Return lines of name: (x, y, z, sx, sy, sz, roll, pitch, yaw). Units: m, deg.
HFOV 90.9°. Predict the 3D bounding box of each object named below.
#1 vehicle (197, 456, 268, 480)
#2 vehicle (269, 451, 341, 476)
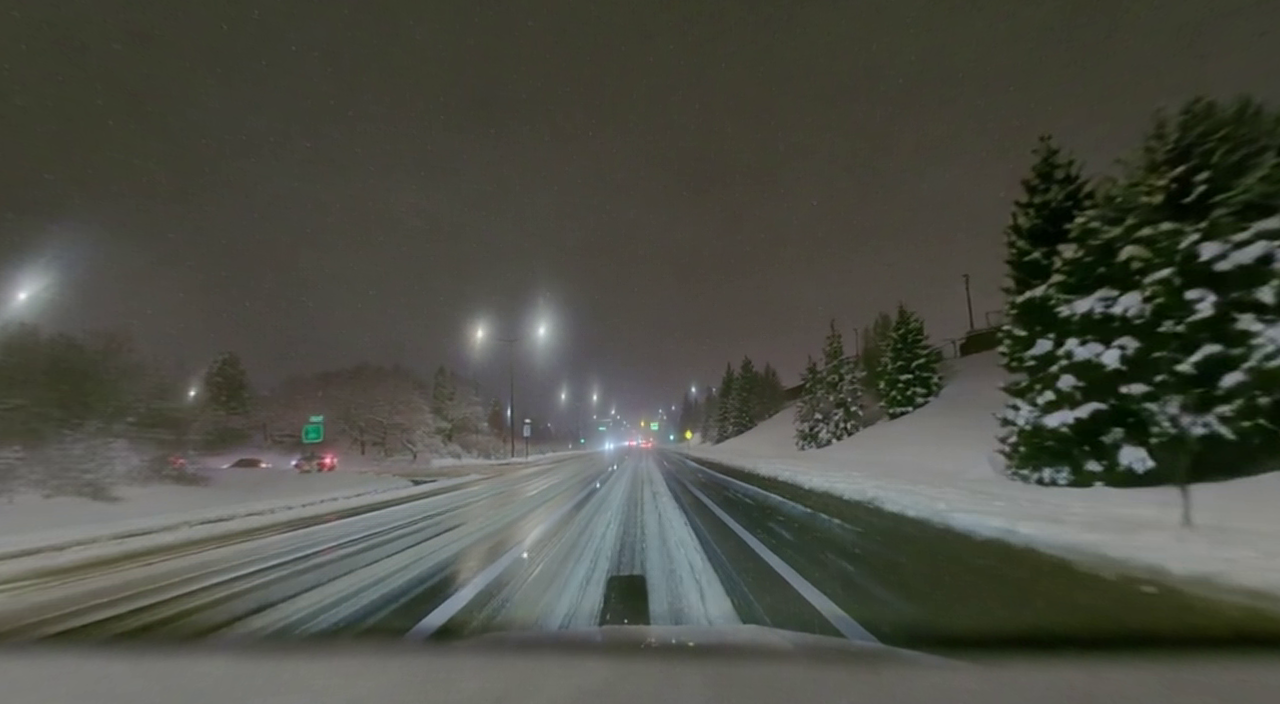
vehicle: (-31.556, 8.969, 48.871, 4.260, 1.498, 1.850, -3, -8, -1)
vehicle: (-25.786, 8.599, 48.645, 4.495, 1.641, 1.966, -3, -9, 3)
